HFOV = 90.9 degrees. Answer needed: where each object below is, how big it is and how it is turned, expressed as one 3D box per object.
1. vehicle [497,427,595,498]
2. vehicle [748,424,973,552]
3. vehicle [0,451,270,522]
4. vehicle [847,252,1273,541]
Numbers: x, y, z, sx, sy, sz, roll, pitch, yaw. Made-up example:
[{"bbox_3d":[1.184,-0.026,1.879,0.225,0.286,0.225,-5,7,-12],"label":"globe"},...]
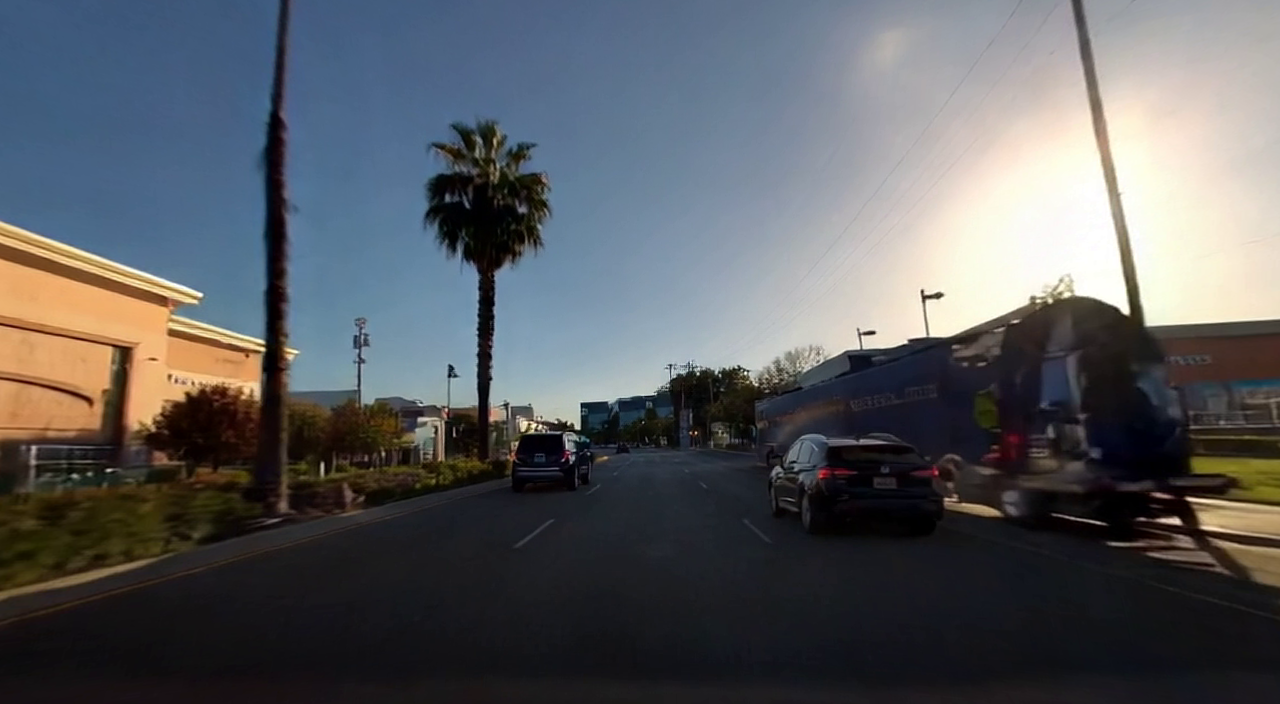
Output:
[{"bbox_3d":[-2.572,3.156,18.439,2.058,1.804,4.391,0,-8,2],"label":"vehicle"},{"bbox_3d":[3.009,1.945,9.704,1.946,1.513,4.133,0,-8,0],"label":"vehicle"},{"bbox_3d":[-21.250,5.232,26.160,2.816,2.198,14.405,-1,-9,2],"label":"vehicle"},{"bbox_3d":[7.025,1.113,12.705,2.902,3.992,8.073,0,-8,0],"label":"vehicle"}]
